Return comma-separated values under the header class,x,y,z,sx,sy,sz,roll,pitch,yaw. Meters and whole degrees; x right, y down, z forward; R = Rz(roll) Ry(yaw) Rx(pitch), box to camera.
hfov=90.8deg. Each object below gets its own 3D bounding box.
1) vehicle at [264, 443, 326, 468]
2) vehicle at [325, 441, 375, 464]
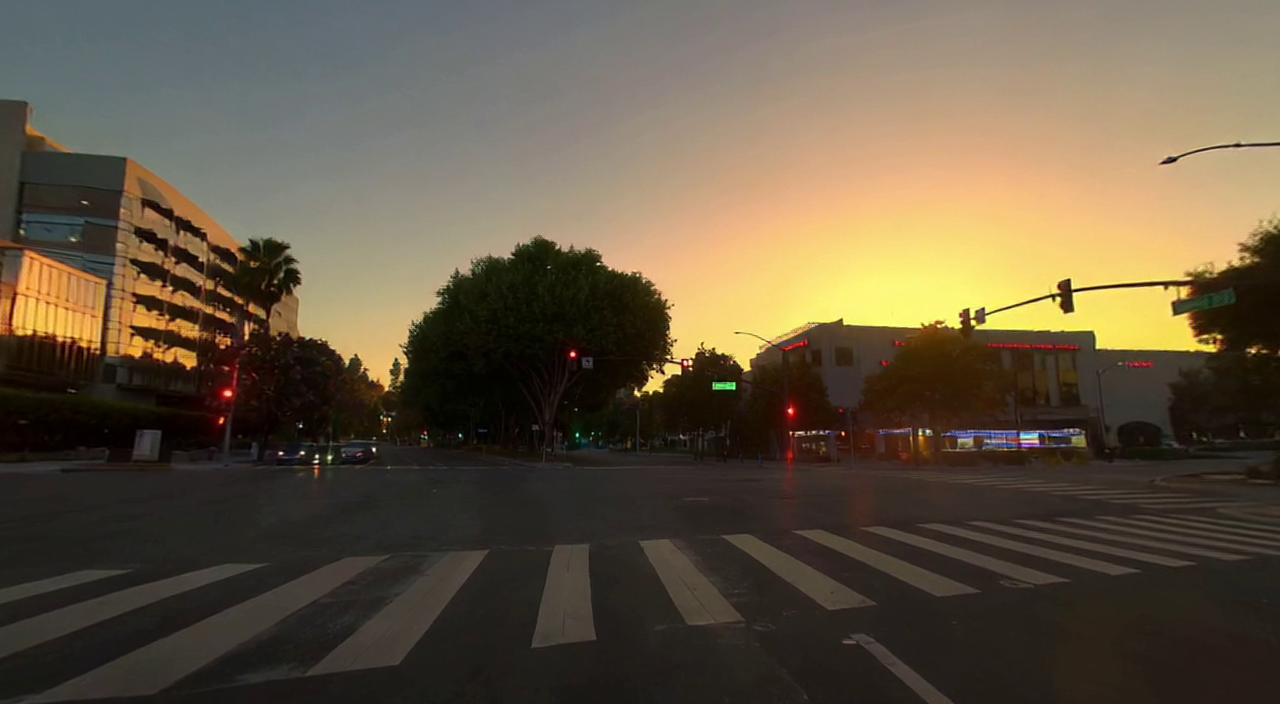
class,x,y,z,sx,sy,sz,roll,pitch,yaw
vehicle,-21.846,6.554,40.151,2.005,1.496,4.020,1,-9,-7
vehicle,-22.472,7.792,49.121,2.023,1.706,4.756,1,-9,-6
